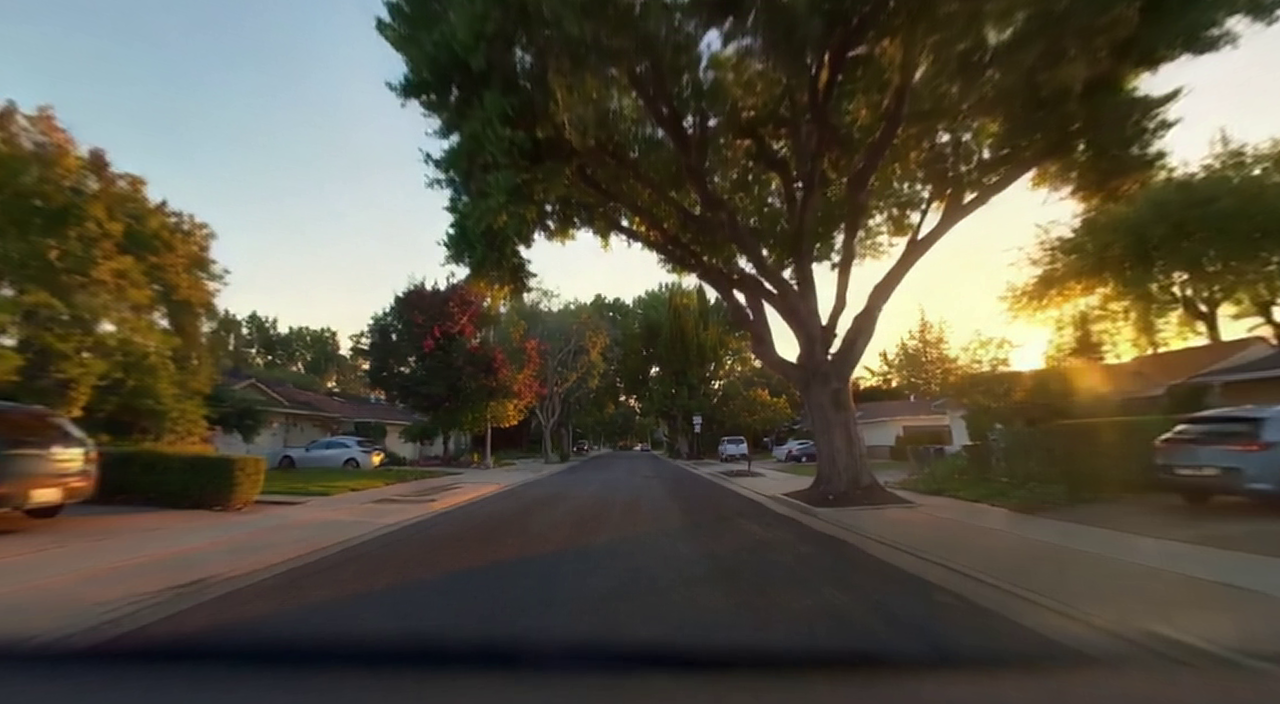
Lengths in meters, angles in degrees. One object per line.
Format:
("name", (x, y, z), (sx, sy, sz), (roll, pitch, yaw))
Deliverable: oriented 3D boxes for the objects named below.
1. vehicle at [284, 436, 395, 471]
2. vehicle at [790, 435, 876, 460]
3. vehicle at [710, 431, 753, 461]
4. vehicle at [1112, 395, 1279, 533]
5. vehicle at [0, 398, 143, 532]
("vehicle", (-13.810, 4.694, 29.264), (4.190, 1.529, 1.880), (0, -8, -4))
("vehicle", (11.916, 5.916, 39.158), (4.686, 1.466, 1.869), (0, -8, -1))
("vehicle", (6.664, 6.890, 46.455), (2.233, 1.923, 4.848), (-3, -8, -2))
("vehicle", (9.779, 1.532, 8.933), (4.582, 1.719, 1.947), (0, -8, 0))
("vehicle", (-11.846, 1.794, 10.275), (5.320, 1.905, 2.455), (0, -8, -2))
